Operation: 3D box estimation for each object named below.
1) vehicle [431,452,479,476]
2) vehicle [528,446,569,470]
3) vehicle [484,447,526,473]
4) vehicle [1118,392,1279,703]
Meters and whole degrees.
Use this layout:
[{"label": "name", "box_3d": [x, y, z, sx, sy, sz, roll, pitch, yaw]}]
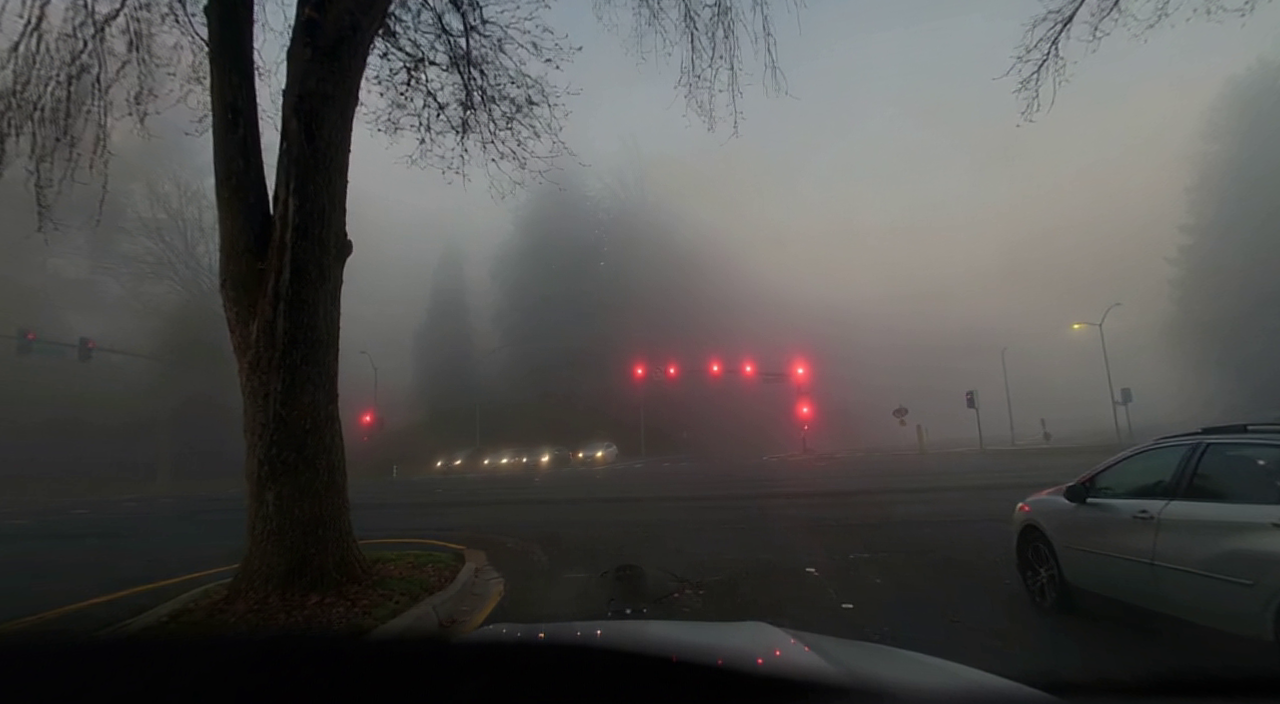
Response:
[{"label": "vehicle", "box_3d": [-13.405, 8.115, 45.993, 2.101, 1.637, 4.304, 0, -9, 1]}, {"label": "vehicle", "box_3d": [-6.534, 7.609, 45.509, 2.126, 1.657, 4.307, -1, -9, 3]}, {"label": "vehicle", "box_3d": [-9.771, 7.826, 45.919, 2.064, 1.725, 4.243, 0, -9, 1]}, {"label": "vehicle", "box_3d": [3.059, 0.622, 0.420, 1.978, 1.468, 4.544, 0, -9, 1]}]
